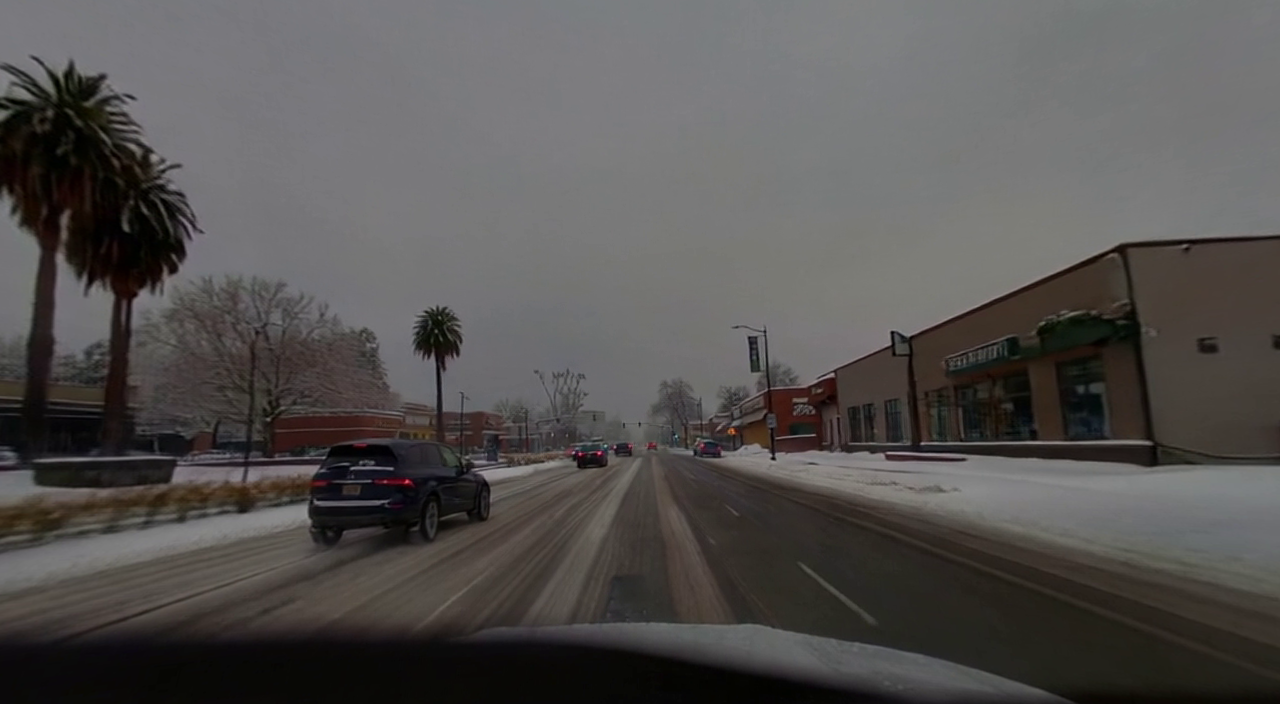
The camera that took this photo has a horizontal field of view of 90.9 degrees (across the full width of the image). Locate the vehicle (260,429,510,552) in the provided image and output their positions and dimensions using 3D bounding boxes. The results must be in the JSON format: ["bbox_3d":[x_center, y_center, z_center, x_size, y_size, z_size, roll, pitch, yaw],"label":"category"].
[{"bbox_3d":[-3.626,2.052,10.074,2.032,1.511,4.424,0,-9,2],"label":"vehicle"}]

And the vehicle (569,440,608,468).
[{"bbox_3d":[-3.226,6.484,40.231,2.024,1.636,4.121,0,-9,1],"label":"vehicle"}]
